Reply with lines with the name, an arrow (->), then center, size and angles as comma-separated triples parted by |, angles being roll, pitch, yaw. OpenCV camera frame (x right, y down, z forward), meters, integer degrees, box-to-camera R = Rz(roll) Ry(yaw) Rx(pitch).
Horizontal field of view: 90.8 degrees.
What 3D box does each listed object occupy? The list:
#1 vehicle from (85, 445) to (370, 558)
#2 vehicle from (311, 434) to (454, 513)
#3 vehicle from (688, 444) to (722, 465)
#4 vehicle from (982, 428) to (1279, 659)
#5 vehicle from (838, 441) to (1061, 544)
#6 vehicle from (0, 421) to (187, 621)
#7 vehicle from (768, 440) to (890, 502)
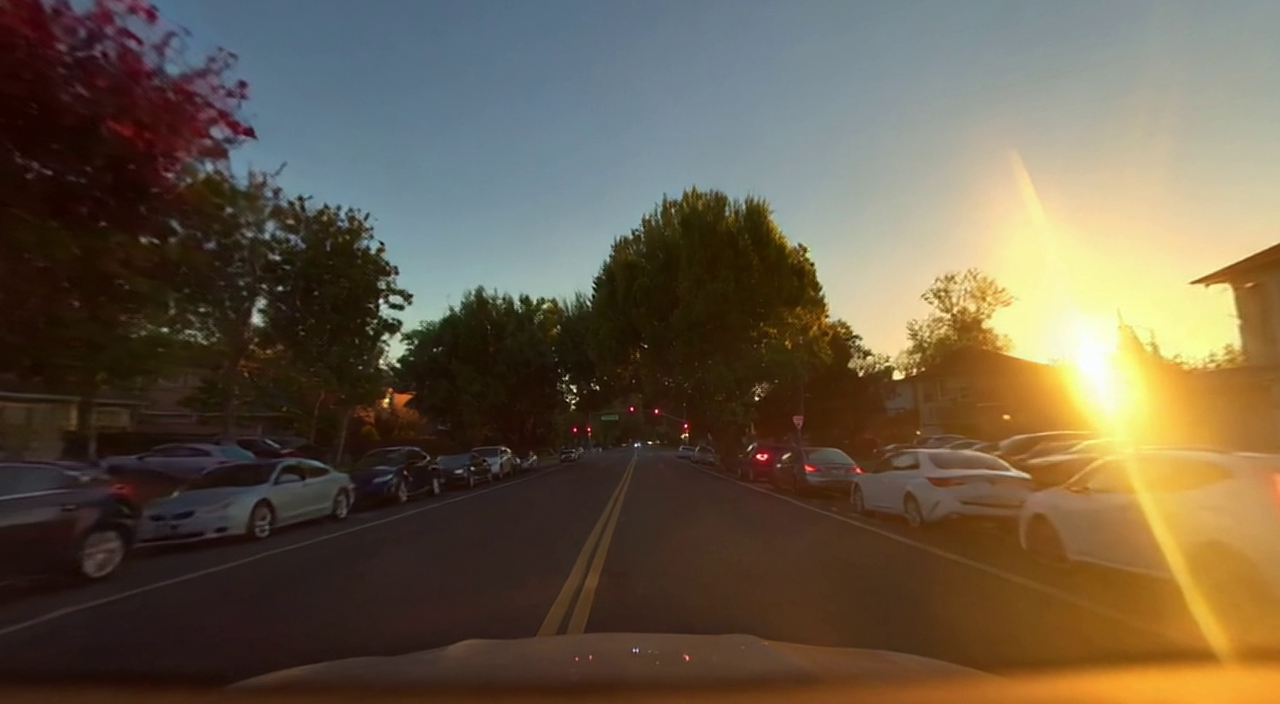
vehicle -> -6.505, 2.339, 10.734 | 1.809, 1.499, 4.358 | 0, -8, 1
vehicle -> -6.422, 3.045, 16.417 | 1.904, 1.727, 4.530 | 0, -8, -2
vehicle -> 5.023, 7.961, 49.330 | 1.955, 1.536, 4.395 | 0, -8, -2
vehicle -> 5.021, 1.452, 5.547 | 1.729, 1.479, 4.101 | 0, -8, 0
vehicle -> 5.071, 2.314, 11.161 | 1.798, 1.432, 4.330 | 0, -8, 1
vehicle -> -6.365, 1.392, 5.092 | 1.947, 1.665, 4.716 | 0, -8, -1
vehicle -> 5.082, 3.249, 17.742 | 1.830, 1.477, 4.684 | 0, -8, -2
